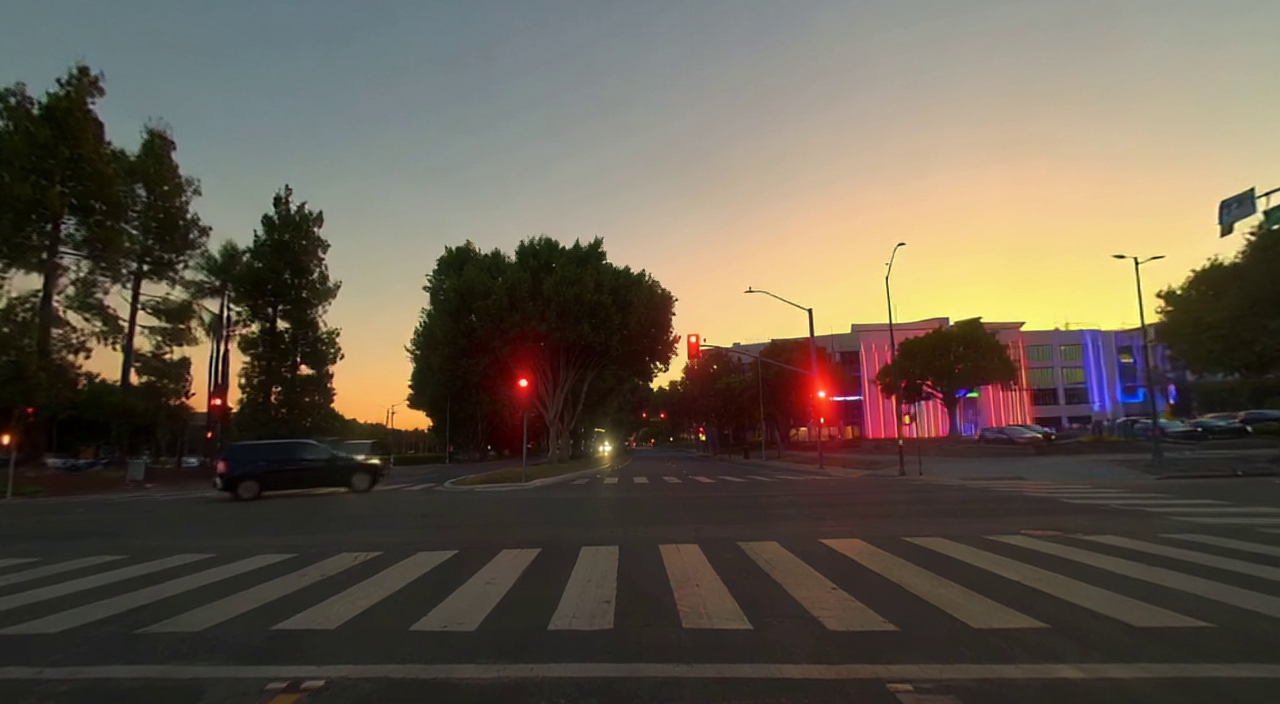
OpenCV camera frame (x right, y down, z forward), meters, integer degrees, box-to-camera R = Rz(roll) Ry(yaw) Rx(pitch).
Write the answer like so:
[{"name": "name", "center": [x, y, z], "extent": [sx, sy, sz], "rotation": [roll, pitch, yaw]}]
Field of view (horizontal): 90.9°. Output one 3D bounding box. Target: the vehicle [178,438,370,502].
[{"name": "vehicle", "center": [-10.522, 3.398, 18.603], "extent": [4.569, 1.658, 2.153], "rotation": [3, -9, -24]}]
